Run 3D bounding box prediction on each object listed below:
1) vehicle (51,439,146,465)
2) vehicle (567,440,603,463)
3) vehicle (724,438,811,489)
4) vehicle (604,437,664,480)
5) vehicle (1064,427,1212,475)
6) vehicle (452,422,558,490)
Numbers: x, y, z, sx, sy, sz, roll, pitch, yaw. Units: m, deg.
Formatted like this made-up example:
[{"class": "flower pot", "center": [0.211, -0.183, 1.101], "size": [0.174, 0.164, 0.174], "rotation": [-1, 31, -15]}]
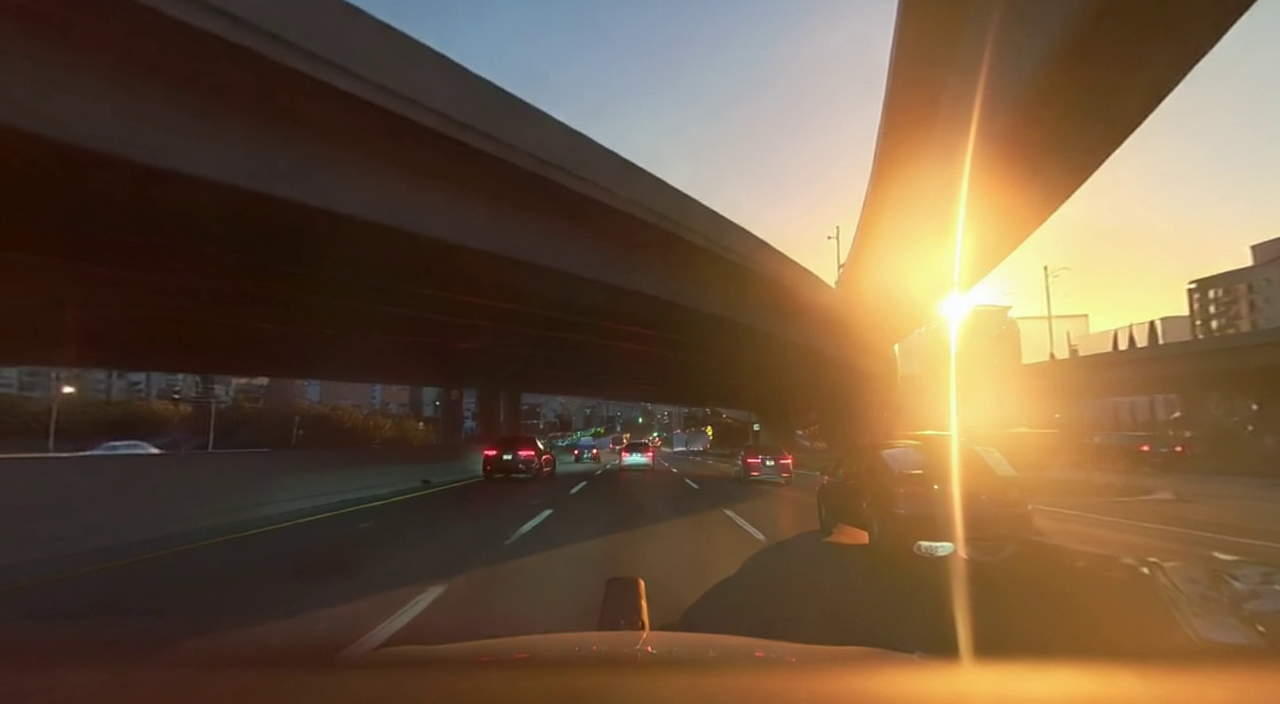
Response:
[{"class": "vehicle", "center": [-33.849, 6.280, 39.547], "size": [1.783, 1.521, 4.566], "rotation": [0, -8, 2]}, {"class": "vehicle", "center": [-3.615, 6.614, 42.046], "size": [1.868, 1.431, 4.055], "rotation": [0, -8, 2]}, {"class": "vehicle", "center": [4.044, 3.598, 20.619], "size": [1.974, 1.490, 3.994], "rotation": [0, -8, -1]}, {"class": "vehicle", "center": [-0.187, 4.037, 24.135], "size": [2.089, 1.493, 3.964], "rotation": [0, -8, 0]}, {"class": "vehicle", "center": [23.029, 4.604, 29.583], "size": [2.376, 1.988, 6.109], "rotation": [-1, -8, 5]}, {"class": "vehicle", "center": [-4.018, 3.198, 19.646], "size": [2.142, 1.819, 4.648], "rotation": [0, -8, 1]}]
